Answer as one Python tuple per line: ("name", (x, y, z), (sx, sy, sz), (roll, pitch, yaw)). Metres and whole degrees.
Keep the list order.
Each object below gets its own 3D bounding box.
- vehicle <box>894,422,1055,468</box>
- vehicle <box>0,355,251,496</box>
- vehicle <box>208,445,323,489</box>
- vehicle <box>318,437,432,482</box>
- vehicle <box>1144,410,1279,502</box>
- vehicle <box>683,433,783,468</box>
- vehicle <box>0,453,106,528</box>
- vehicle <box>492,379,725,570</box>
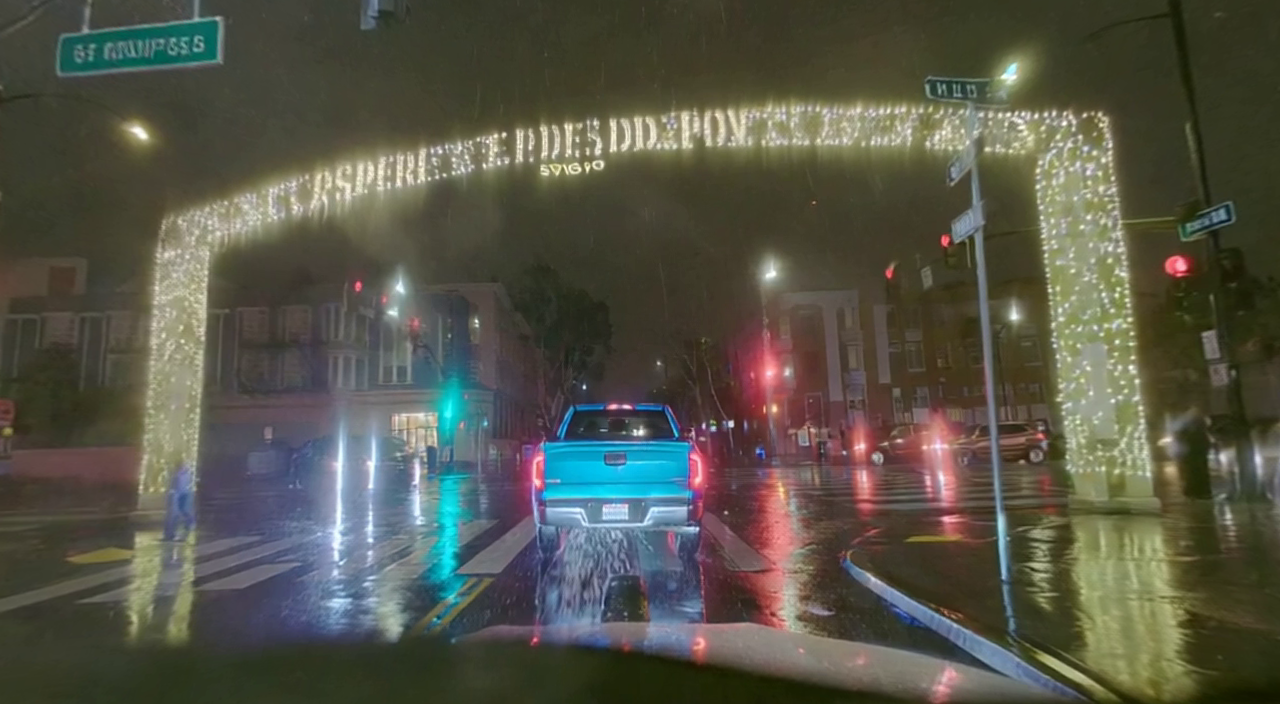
("vehicle", (11.658, 3.272, 22.178), (4.600, 1.506, 1.878), (0, -8, -2))
("vehicle", (-22.070, 2.675, 22.629), (13.729, 4.662, 3.300), (0, -9, 0))
("vehicle", (-18.642, 5.706, 31.524), (4.398, 2.057, 1.959), (0, -8, -2))
("vehicle", (-13.156, 5.350, 31.468), (4.799, 1.909, 2.011), (-3, -7, 2))
("vehicle", (13.079, 2.011, 12.513), (4.082, 1.613, 2.211), (-3, -12, -1))
("vehicle", (4.316, 4.683, 29.906), (4.515, 1.583, 1.920), (-1, -8, 3))
("vehicle", (-16.041, 3.313, 15.352), (4.039, 1.654, 2.092), (0, -8, -2))
("vehicle", (-0.477, 1.710, 9.575), (2.477, 2.020, 5.534), (0, -8, -3))
